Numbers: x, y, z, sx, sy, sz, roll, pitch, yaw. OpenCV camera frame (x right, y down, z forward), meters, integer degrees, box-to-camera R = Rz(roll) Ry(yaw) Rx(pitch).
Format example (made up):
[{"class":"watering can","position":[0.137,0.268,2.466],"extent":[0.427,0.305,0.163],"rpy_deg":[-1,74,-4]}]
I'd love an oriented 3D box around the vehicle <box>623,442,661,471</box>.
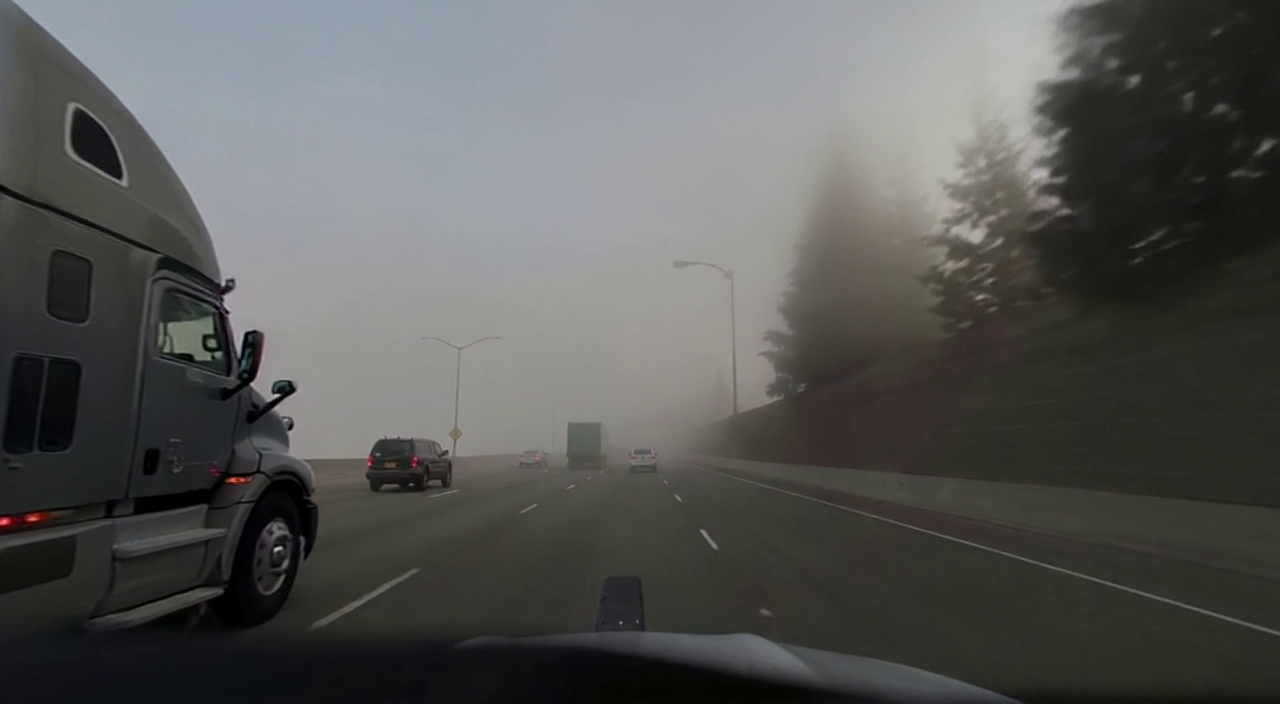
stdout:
[{"class":"vehicle","position":[0.129,6.292,38.224],"extent":[2.178,1.640,4.071],"rpy_deg":[0,-9,1]}]

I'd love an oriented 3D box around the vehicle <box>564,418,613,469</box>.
[{"class":"vehicle","position":[-3.567,6.696,46.002],"extent":[2.956,3.331,9.575],"rpy_deg":[0,-9,-1]}]

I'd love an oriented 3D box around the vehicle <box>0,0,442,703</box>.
[{"class":"vehicle","position":[-3.676,0.079,1.833],"extent":[3.025,3.266,9.256],"rpy_deg":[0,-9,1]}]

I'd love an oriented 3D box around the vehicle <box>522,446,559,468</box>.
[{"class":"vehicle","position":[-7.175,7.635,45.822],"extent":[1.962,1.489,4.002],"rpy_deg":[0,-9,1]}]
